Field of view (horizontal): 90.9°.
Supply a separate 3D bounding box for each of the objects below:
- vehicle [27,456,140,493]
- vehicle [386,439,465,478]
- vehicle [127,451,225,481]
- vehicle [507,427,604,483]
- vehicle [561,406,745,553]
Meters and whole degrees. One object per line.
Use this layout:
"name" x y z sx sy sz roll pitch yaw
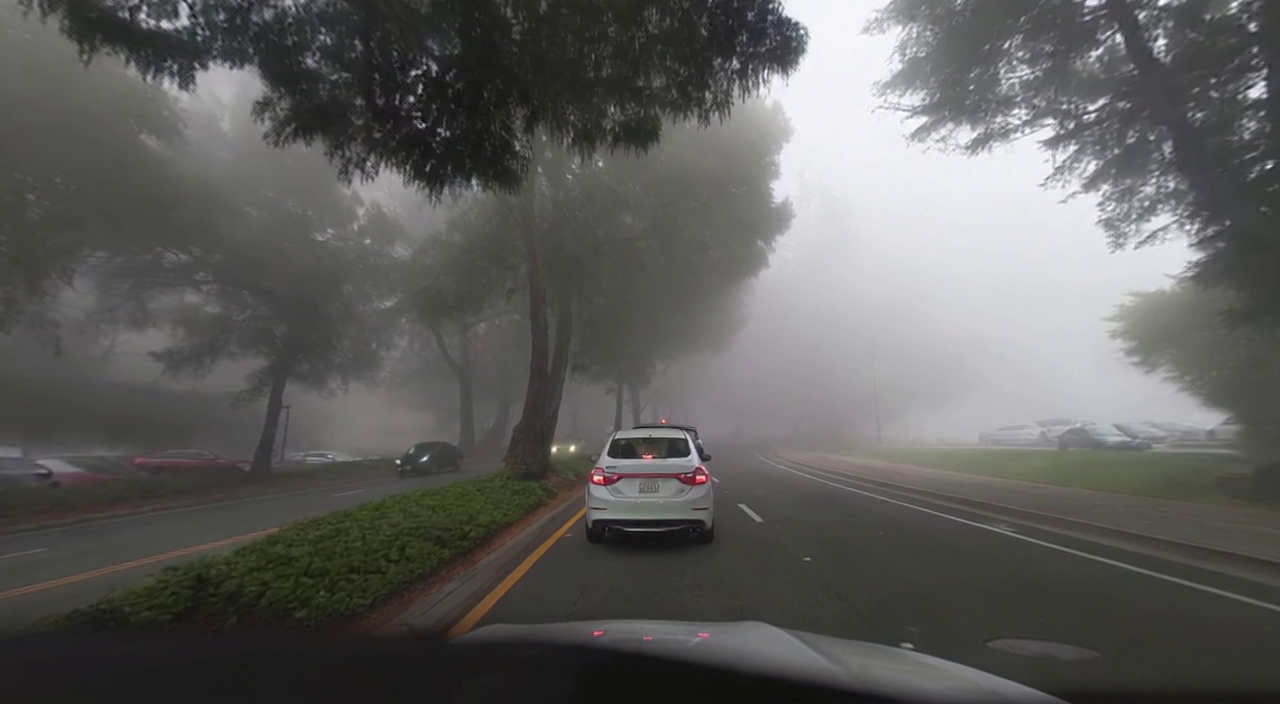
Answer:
"vehicle" -27.267 5.990 30.951 4.272 1.438 1.801 -5 -9 9
"vehicle" -10.199 5.074 30.426 2.005 1.701 4.355 -1 -8 5
"vehicle" -26.686 6.554 36.316 4.256 1.633 1.940 -1 -8 6
"vehicle" -2.895 3.673 22.783 2.057 1.786 4.725 -2 -8 11
"vehicle" 0.171 1.800 9.563 2.154 1.710 4.128 -1 -8 1
